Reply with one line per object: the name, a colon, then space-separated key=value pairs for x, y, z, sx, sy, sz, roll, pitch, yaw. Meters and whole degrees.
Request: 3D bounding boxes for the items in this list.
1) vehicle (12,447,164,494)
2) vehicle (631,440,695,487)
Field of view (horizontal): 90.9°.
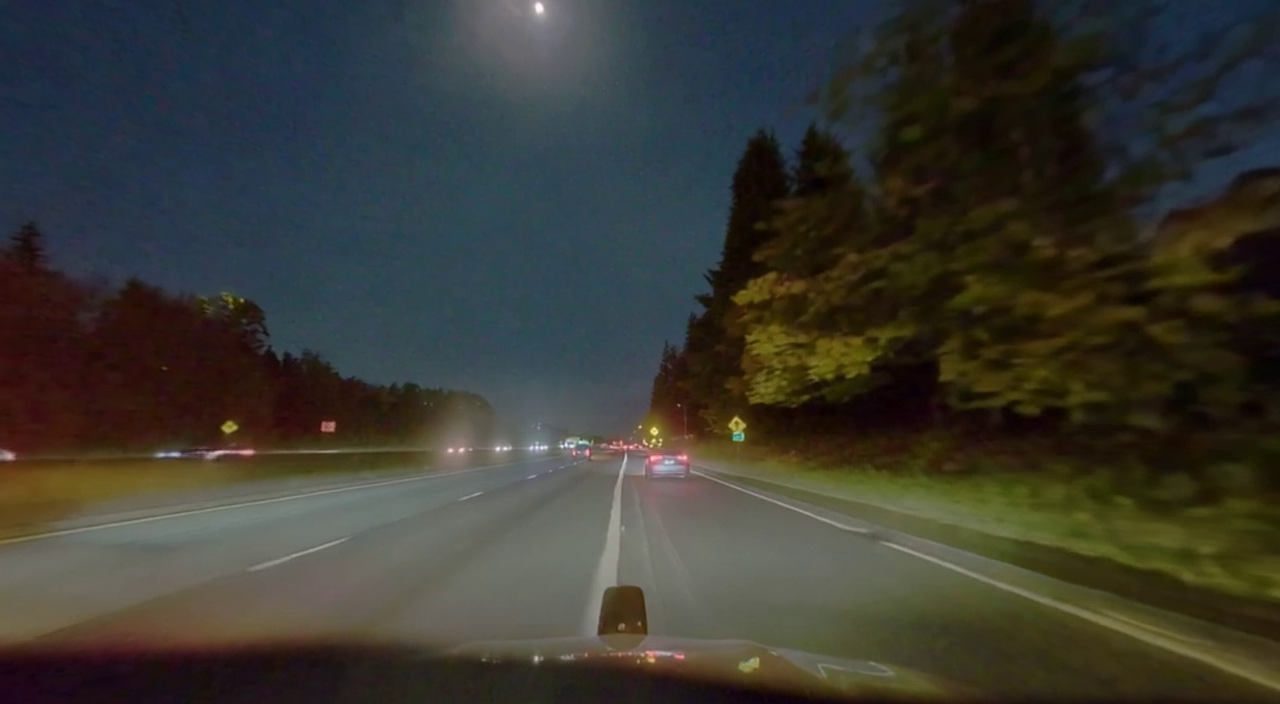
vehicle: x=-19.535 y=4.183 z=22.571 sx=1.832 sy=1.520 sz=4.003 roll=0 pitch=-9 yaw=-1
vehicle: x=0.684 y=3.798 z=21.664 sx=1.960 sy=1.456 sz=3.818 roll=0 pitch=-9 yaw=-2
